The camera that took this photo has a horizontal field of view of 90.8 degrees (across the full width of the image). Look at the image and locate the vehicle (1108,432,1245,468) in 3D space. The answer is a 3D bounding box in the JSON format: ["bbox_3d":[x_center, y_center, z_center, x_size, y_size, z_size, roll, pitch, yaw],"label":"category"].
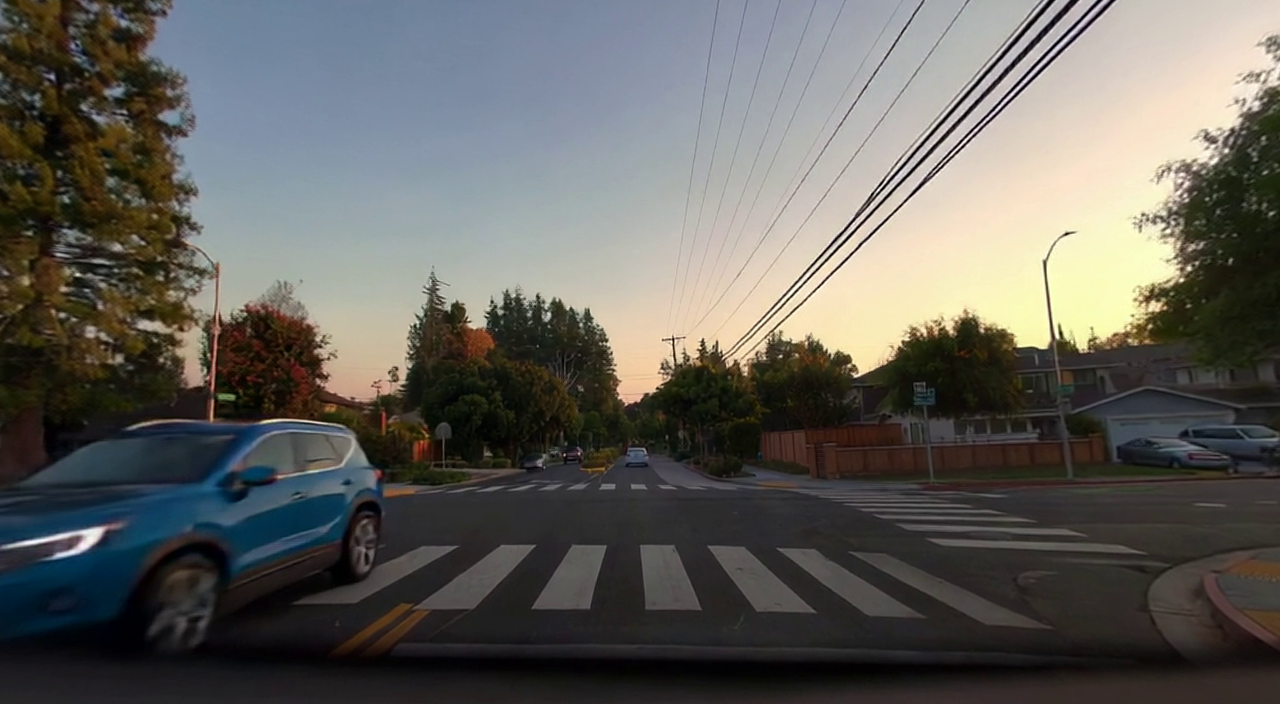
[{"bbox_3d":[23.427,4.307,27.880,1.841,1.448,4.688,0,-9,-1],"label":"vehicle"}]

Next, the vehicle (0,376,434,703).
[{"bbox_3d":[-3.763,1.349,5.752,2.330,1.768,4.553,0,-9,-2],"label":"vehicle"}]

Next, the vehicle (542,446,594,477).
[{"bbox_3d":[-3.594,5.516,32.182,2.102,1.463,4.024,0,-9,1],"label":"vehicle"}]

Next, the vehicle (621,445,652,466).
[{"bbox_3d":[-0.292,7.668,46.912,2.209,1.501,4.208,0,-9,-1],"label":"vehicle"}]
